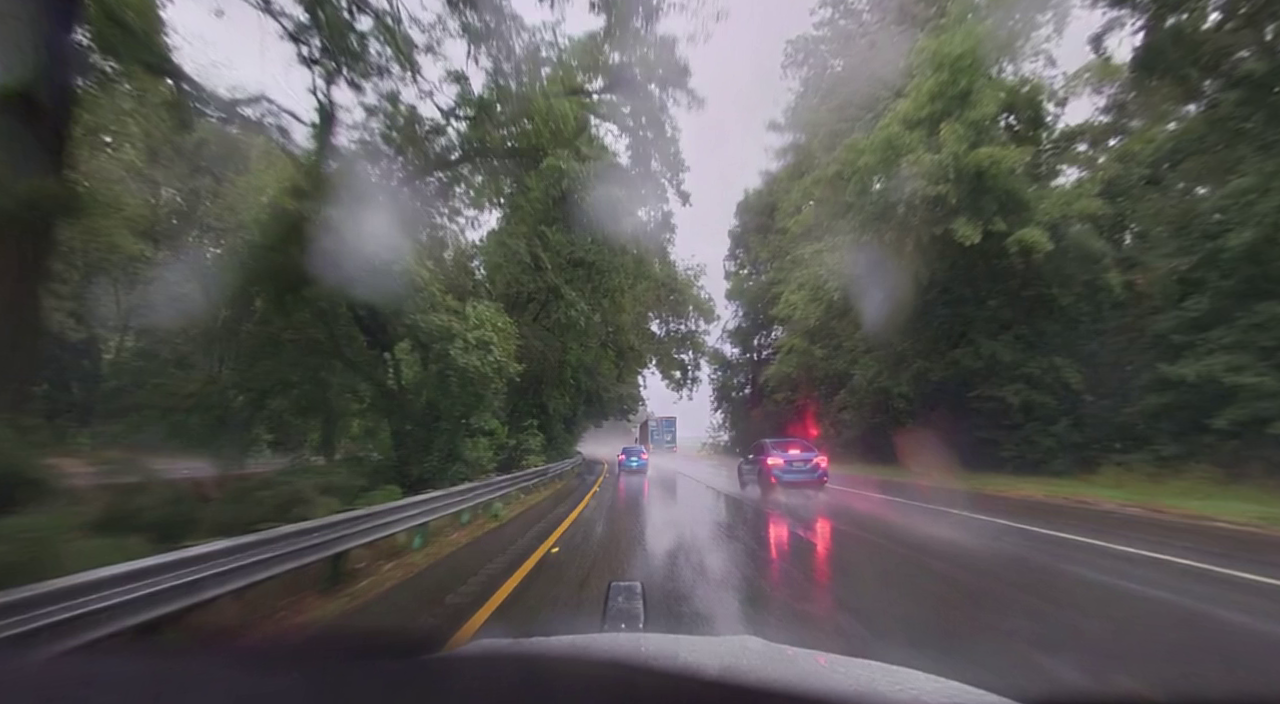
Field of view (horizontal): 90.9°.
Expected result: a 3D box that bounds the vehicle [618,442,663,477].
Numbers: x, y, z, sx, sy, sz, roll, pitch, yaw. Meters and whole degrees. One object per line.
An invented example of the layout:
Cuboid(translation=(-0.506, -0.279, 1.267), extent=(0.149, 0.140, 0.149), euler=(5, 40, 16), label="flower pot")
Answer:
Cuboid(translation=(-0.035, 4.825, 28.387), extent=(1.913, 1.460, 3.610), euler=(0, -9, -1), label="vehicle")

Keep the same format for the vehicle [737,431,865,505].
Cuboid(translation=(3.906, 2.918, 16.249), extent=(1.977, 1.599, 4.605), euler=(0, -9, -1), label="vehicle")
